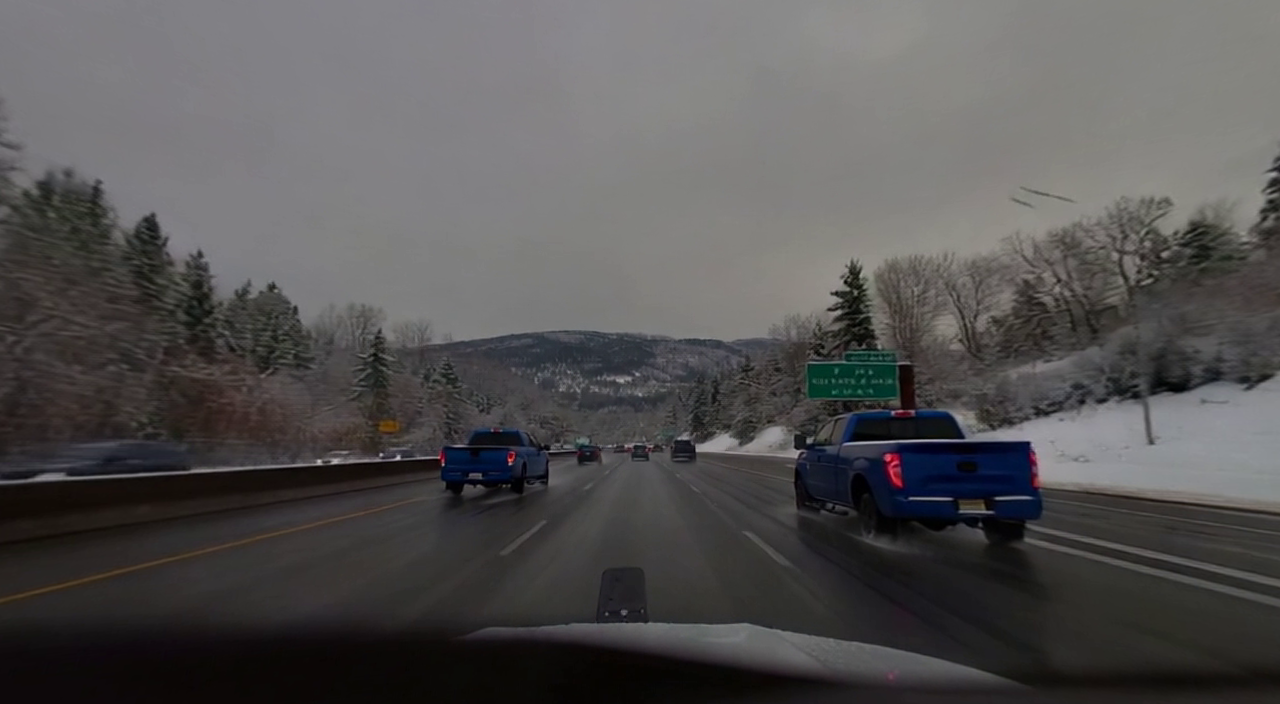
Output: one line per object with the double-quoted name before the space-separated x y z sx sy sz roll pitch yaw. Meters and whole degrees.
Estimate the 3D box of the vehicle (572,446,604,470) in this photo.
"vehicle" -4.027 8.287 49.535 2.235 1.785 4.386 0 -8 -1

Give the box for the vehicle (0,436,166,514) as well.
"vehicle" -13.199 2.679 14.221 1.767 1.477 4.081 0 -8 1

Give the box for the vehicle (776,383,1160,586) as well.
"vehicle" 3.784 1.686 8.979 2.424 1.952 5.611 0 -8 0

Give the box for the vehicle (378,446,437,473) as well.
"vehicle" -18.112 8.386 49.511 2.258 1.967 6.142 0 -8 0

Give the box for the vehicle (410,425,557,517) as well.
"vehicle" -3.571 2.826 15.608 2.227 1.853 5.161 0 -8 1
